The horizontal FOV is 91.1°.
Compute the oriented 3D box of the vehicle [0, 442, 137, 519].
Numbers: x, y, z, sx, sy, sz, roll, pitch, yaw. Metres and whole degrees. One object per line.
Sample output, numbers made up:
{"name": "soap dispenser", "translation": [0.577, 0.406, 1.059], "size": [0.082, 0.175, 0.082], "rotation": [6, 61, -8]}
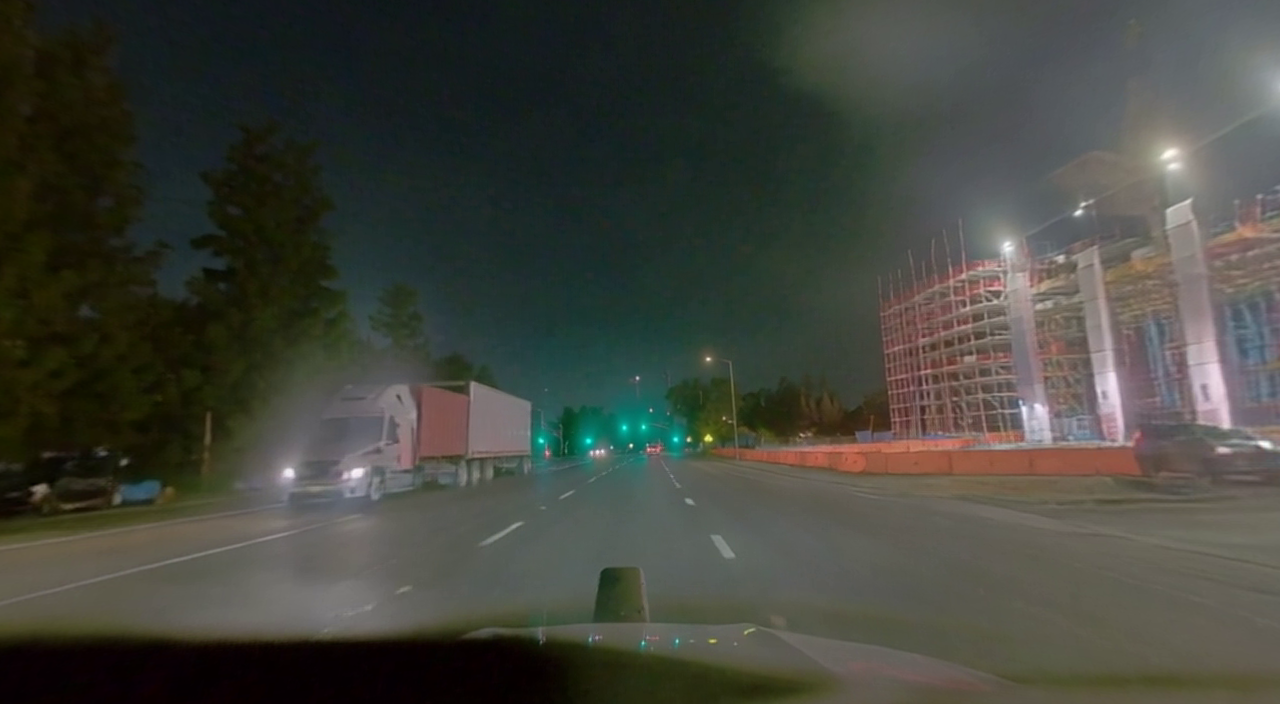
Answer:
{"name": "vehicle", "translation": [-18.217, 3.780, 18.471], "size": [2.154, 1.987, 5.836], "rotation": [-5, -8, -1]}

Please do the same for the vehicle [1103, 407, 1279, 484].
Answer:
{"name": "vehicle", "translation": [16.417, 2.680, 17.935], "size": [2.021, 1.835, 5.654], "rotation": [1, -8, 0]}

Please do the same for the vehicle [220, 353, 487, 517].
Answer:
{"name": "vehicle", "translation": [-7.363, 2.488, 18.447], "size": [3.032, 3.524, 9.640], "rotation": [0, -8, 2]}
